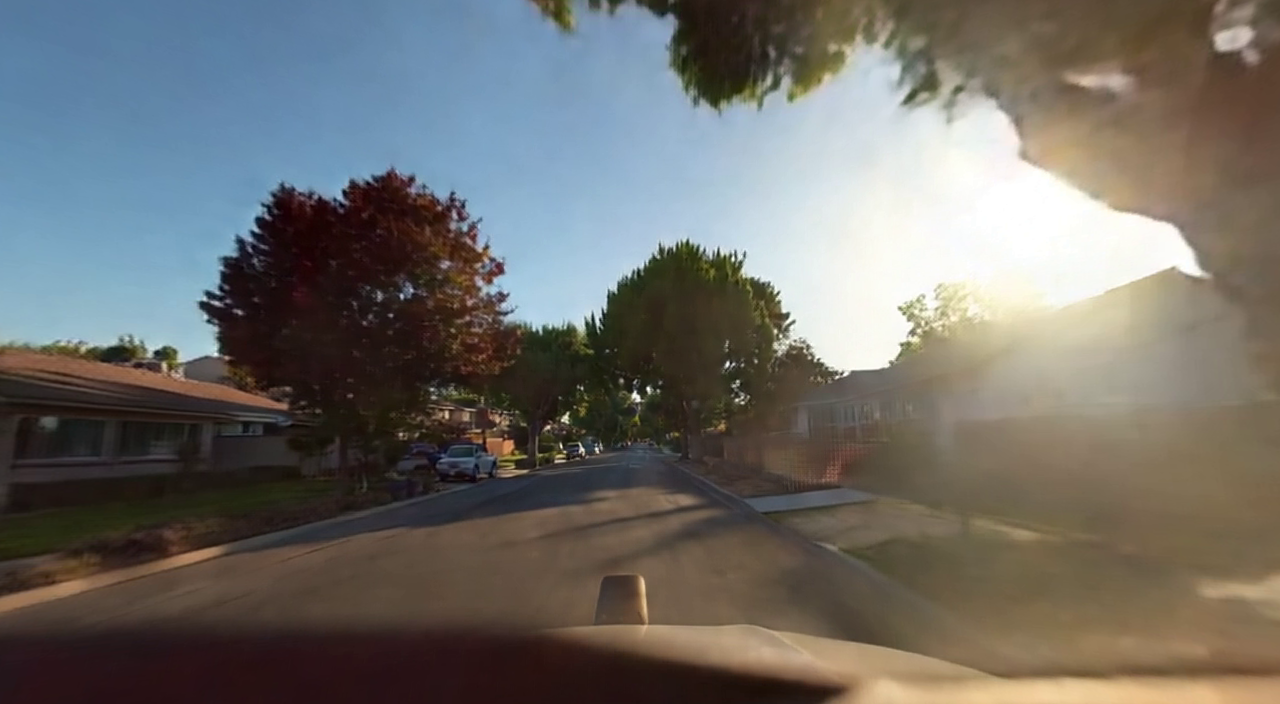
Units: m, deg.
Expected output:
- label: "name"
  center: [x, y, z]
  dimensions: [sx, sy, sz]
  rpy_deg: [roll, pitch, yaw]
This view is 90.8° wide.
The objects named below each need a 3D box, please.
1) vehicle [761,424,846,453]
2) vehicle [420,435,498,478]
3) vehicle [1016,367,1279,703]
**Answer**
- label: "vehicle"
  center: [11.700, 6.223, 45.431]
  dimensions: [5.367, 1.953, 2.257]
  rpy_deg: [1, -8, -6]
- label: "vehicle"
  center: [-8.637, 5.097, 30.716]
  dimensions: [2.352, 1.843, 4.979]
  rpy_deg: [-1, -10, 0]
- label: "vehicle"
  center: [3.566, 0.671, 1.297]
  dimensions: [2.291, 1.546, 5.204]
  rpy_deg: [0, -8, -1]
